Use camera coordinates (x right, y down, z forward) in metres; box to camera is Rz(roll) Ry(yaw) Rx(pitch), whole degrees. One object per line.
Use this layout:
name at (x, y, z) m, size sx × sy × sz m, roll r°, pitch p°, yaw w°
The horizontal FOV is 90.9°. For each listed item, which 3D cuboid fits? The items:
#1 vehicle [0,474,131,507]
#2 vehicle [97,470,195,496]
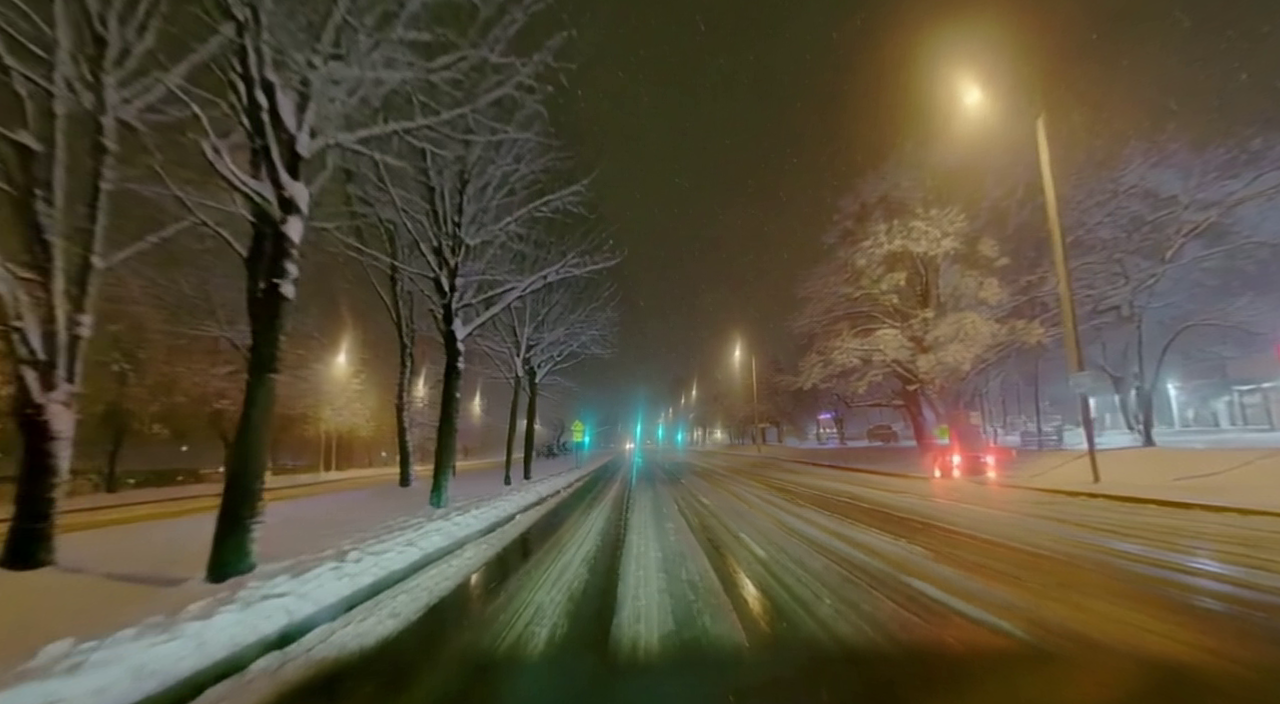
vehicle at (-30.953, 7.457, 34.182) m, size 4.735 × 1.468 × 2.047 m, roll 4°, pitch -9°, yaw -25°
vehicle at (-31.097, 8.283, 39.853) m, size 4.377 × 1.424 × 1.936 m, roll 3°, pitch -9°, yaw -18°
